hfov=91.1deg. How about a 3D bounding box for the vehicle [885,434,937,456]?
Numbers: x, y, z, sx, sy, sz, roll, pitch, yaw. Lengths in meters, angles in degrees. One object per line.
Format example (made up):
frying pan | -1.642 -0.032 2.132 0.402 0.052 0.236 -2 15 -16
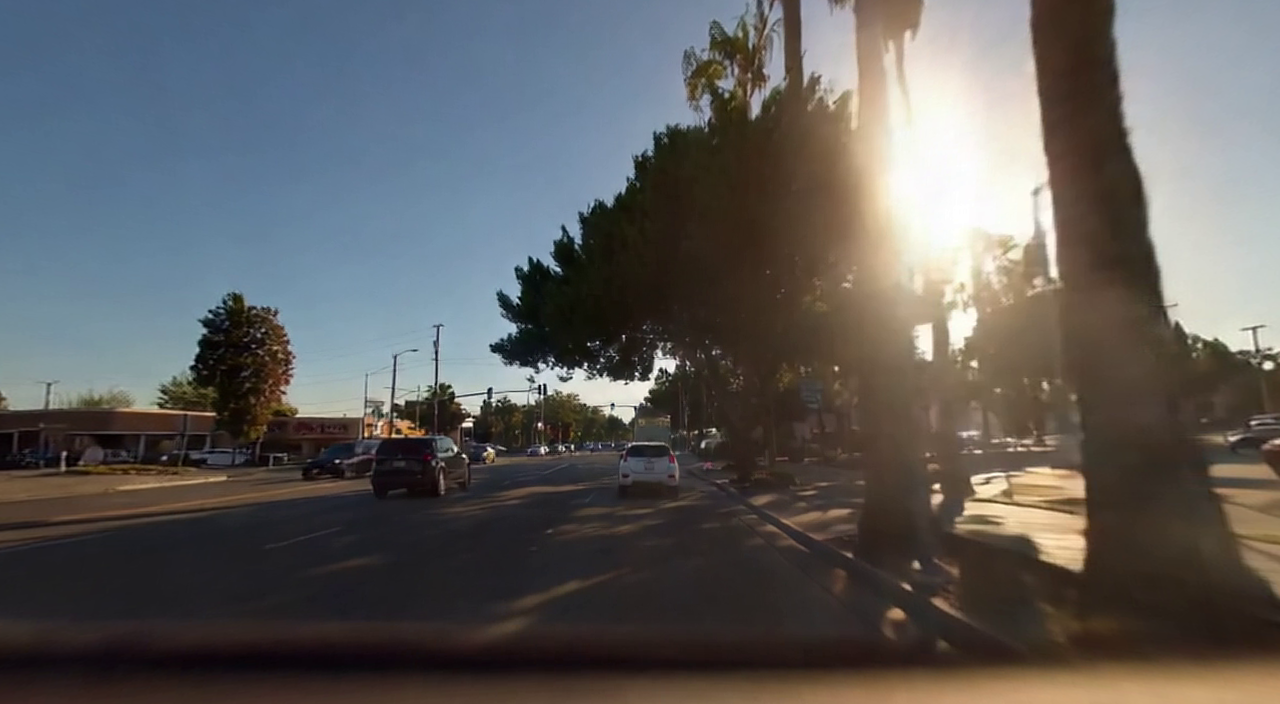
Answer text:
vehicle | 20.242 6.942 46.837 1.952 1.501 4.471 -8 -12 44

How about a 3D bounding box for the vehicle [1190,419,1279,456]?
vehicle | 29.219 4.056 29.687 4.445 1.664 1.878 0 -9 3

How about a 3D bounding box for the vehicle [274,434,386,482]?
vehicle | -13.084 4.487 26.980 2.128 1.818 5.441 0 -8 -1

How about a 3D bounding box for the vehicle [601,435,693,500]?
vehicle | 0.192 3.026 16.912 2.145 1.483 4.453 0 -8 1

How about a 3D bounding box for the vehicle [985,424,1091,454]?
vehicle | 26.413 5.762 41.688 5.769 1.925 2.364 1 -8 -11

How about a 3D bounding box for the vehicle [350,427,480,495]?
vehicle | -6.316 3.113 18.254 2.057 1.705 4.394 0 -8 1
